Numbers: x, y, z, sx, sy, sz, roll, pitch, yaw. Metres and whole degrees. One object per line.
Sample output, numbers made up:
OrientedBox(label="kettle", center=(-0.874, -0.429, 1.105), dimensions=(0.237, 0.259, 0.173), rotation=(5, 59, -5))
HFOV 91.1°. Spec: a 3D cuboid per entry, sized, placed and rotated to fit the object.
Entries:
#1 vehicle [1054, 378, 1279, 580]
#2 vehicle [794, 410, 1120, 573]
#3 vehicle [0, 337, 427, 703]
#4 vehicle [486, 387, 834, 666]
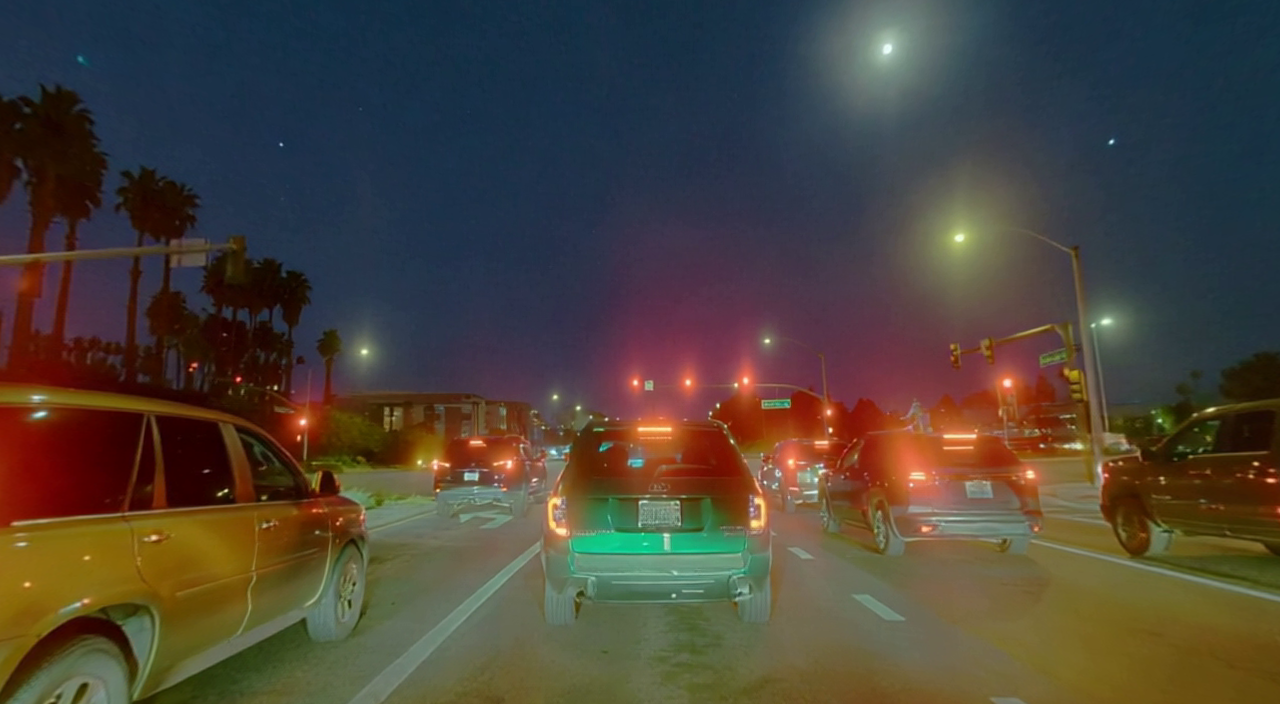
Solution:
OrientedBox(label="vehicle", center=(7.310, 1.269, 6.348), dimensions=(2.337, 1.925, 5.728), rotation=(0, -8, 0))
OrientedBox(label="vehicle", center=(3.995, 1.863, 9.282), dimensions=(2.072, 1.704, 5.170), rotation=(0, -8, -1))
OrientedBox(label="vehicle", center=(-3.174, 1.089, 3.891), dimensions=(2.171, 1.702, 4.416), rotation=(0, -9, 0))
OrientedBox(label="vehicle", center=(0.149, 1.373, 5.999), dimensions=(2.123, 1.704, 4.128), rotation=(0, -8, 1))
